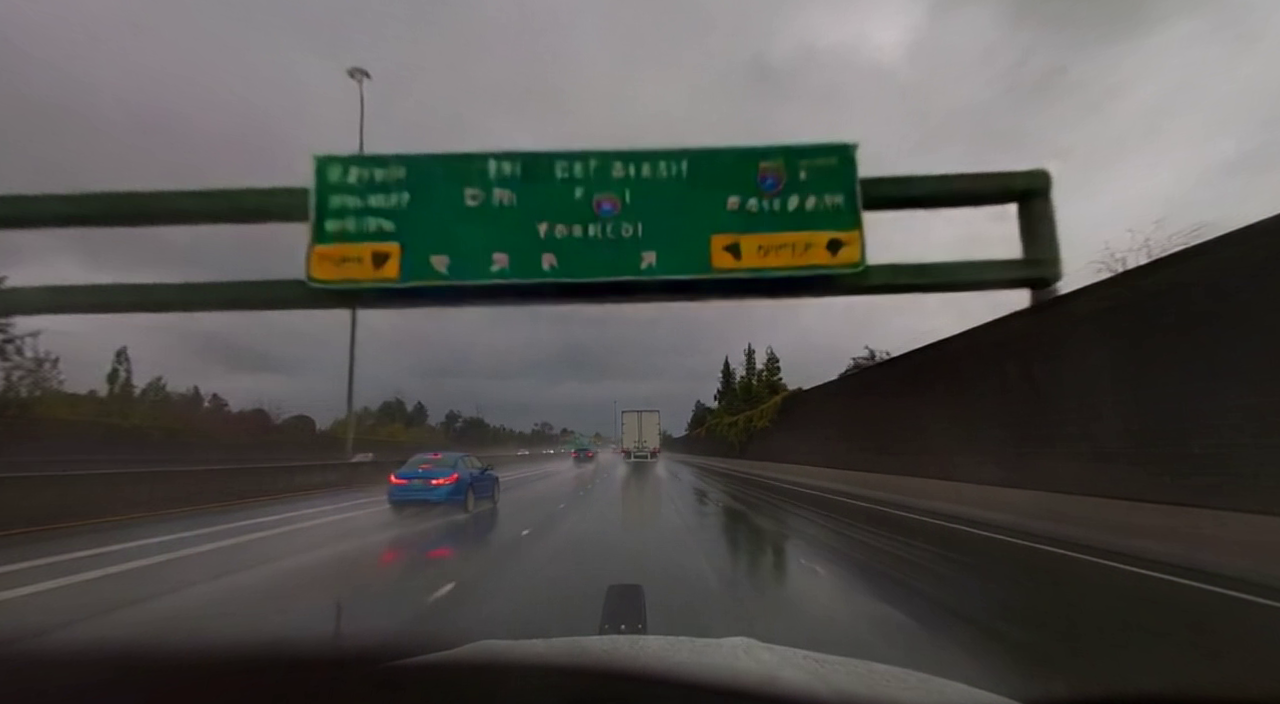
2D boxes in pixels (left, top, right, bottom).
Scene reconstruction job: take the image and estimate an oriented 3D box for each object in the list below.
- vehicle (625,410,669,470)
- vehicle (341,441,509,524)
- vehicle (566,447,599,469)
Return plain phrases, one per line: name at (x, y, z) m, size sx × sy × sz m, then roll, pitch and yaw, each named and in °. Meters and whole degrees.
vehicle at (0.517, 6.764, 47.888) m, size 2.980 × 4.051 × 10.359 m, roll 0°, pitch -9°, yaw 0°
vehicle at (-4.377, 2.723, 13.771) m, size 1.977 × 1.478 × 4.702 m, roll 0°, pitch -9°, yaw 0°
vehicle at (-4.091, 7.648, 45.568) m, size 1.974 × 1.531 × 4.429 m, roll 0°, pitch -9°, yaw 0°
